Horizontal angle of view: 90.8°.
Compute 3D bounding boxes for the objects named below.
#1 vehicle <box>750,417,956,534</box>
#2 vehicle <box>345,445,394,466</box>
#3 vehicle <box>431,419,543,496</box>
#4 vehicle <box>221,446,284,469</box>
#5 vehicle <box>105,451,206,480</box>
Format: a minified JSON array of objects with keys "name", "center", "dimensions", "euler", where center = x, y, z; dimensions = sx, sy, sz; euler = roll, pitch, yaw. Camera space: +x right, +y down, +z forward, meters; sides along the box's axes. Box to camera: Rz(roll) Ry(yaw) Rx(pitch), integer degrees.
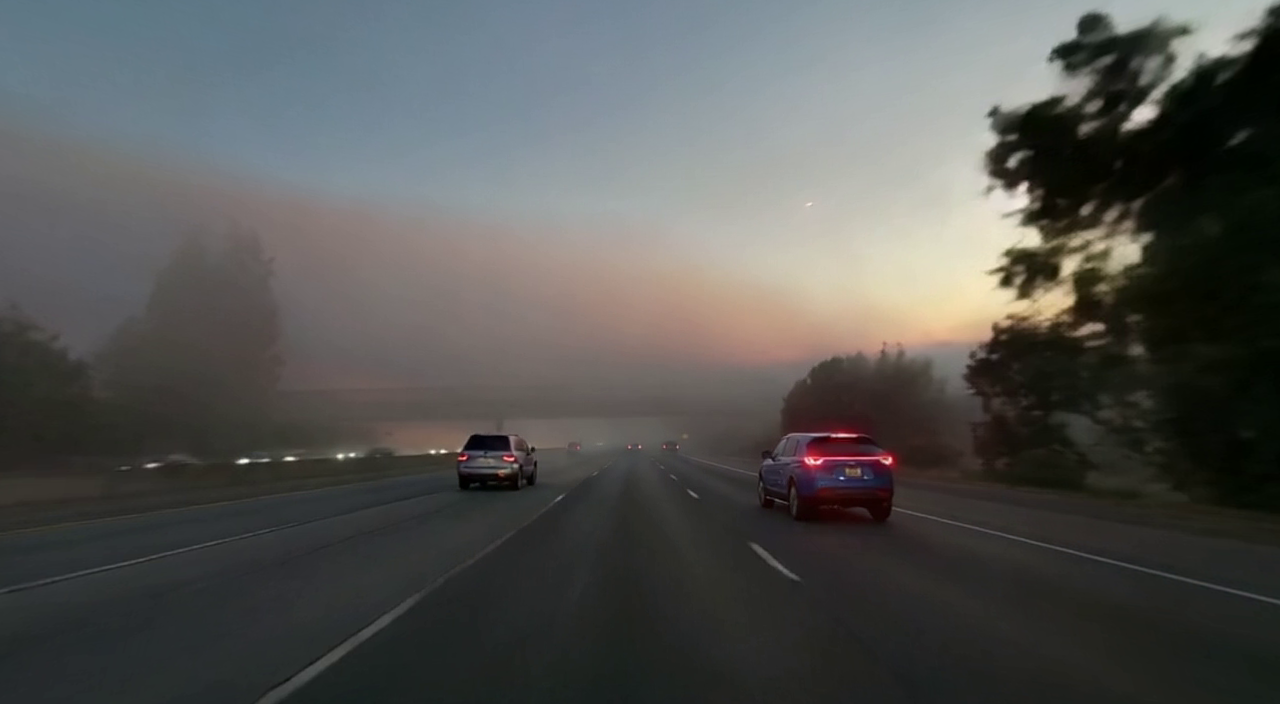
[{"name":"vehicle","center":[3.632,2.212,11.883],"dimensions":[2.185,1.749,4.477],"euler":[0,-9,-1]},{"name":"vehicle","center":[-19.849,7.575,46.514],"dimensions":[1.770,1.469,4.265],"euler":[0,-9,-1]},{"name":"vehicle","center":[-4.132,2.957,17.927],"dimensions":[2.018,1.872,4.728],"euler":[0,-9,-1]},{"name":"vehicle","center":[-30.007,8.170,49.115],"dimensions":[1.952,1.656,4.611],"euler":[0,-9,0]},{"name":"vehicle","center":[-27.323,6.390,35.885],"dimensions":[1.852,1.484,4.894],"euler":[0,-9,0]}]
